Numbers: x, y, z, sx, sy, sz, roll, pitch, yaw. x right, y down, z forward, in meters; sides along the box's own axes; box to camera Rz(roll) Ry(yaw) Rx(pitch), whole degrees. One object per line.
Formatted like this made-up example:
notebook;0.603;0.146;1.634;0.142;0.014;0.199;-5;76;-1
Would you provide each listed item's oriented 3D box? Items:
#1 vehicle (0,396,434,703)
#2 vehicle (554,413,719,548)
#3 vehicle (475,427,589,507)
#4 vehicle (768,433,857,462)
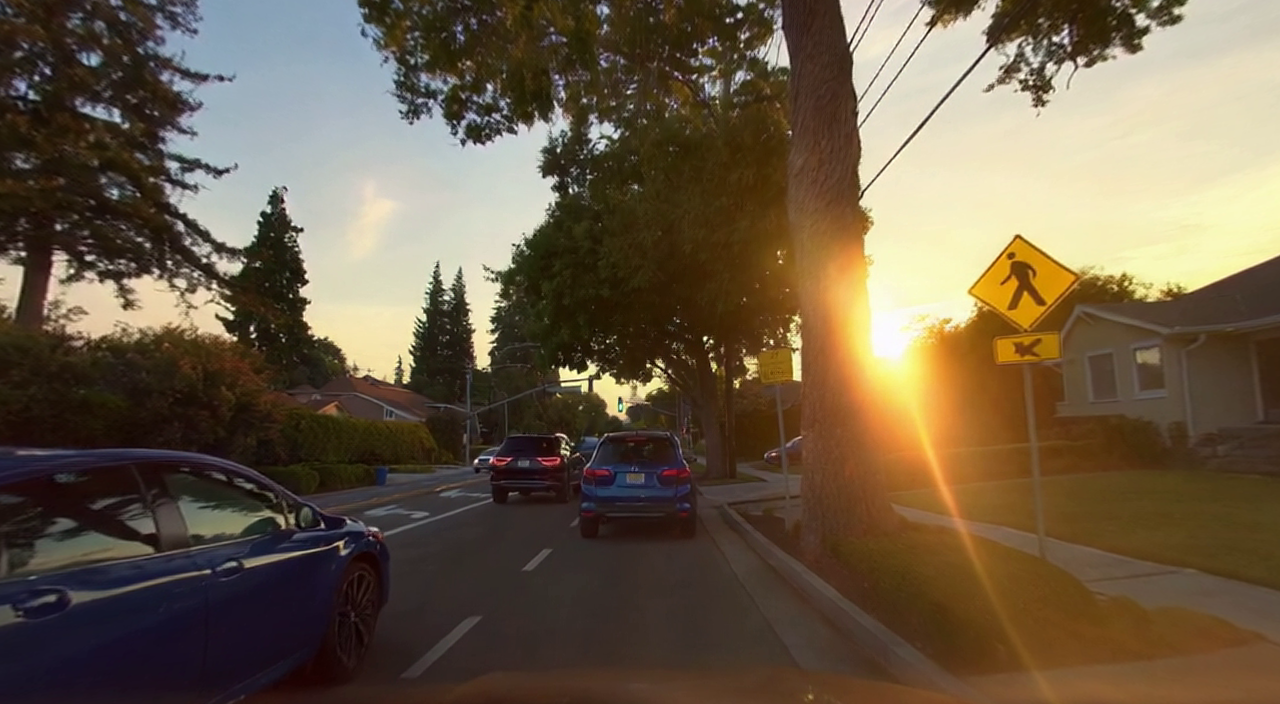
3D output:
vehicle;-2.860;1.071;3.178;1.968;1.472;4.685;0;-9;1
vehicle;0.000;1.944;10.127;2.120;1.718;3.909;0;-9;2
vehicle;-2.554;2.841;16.000;2.000;1.737;4.133;0;-9;2
vehicle;9.493;5.301;35.035;4.456;1.504;1.914;-1;-8;4
